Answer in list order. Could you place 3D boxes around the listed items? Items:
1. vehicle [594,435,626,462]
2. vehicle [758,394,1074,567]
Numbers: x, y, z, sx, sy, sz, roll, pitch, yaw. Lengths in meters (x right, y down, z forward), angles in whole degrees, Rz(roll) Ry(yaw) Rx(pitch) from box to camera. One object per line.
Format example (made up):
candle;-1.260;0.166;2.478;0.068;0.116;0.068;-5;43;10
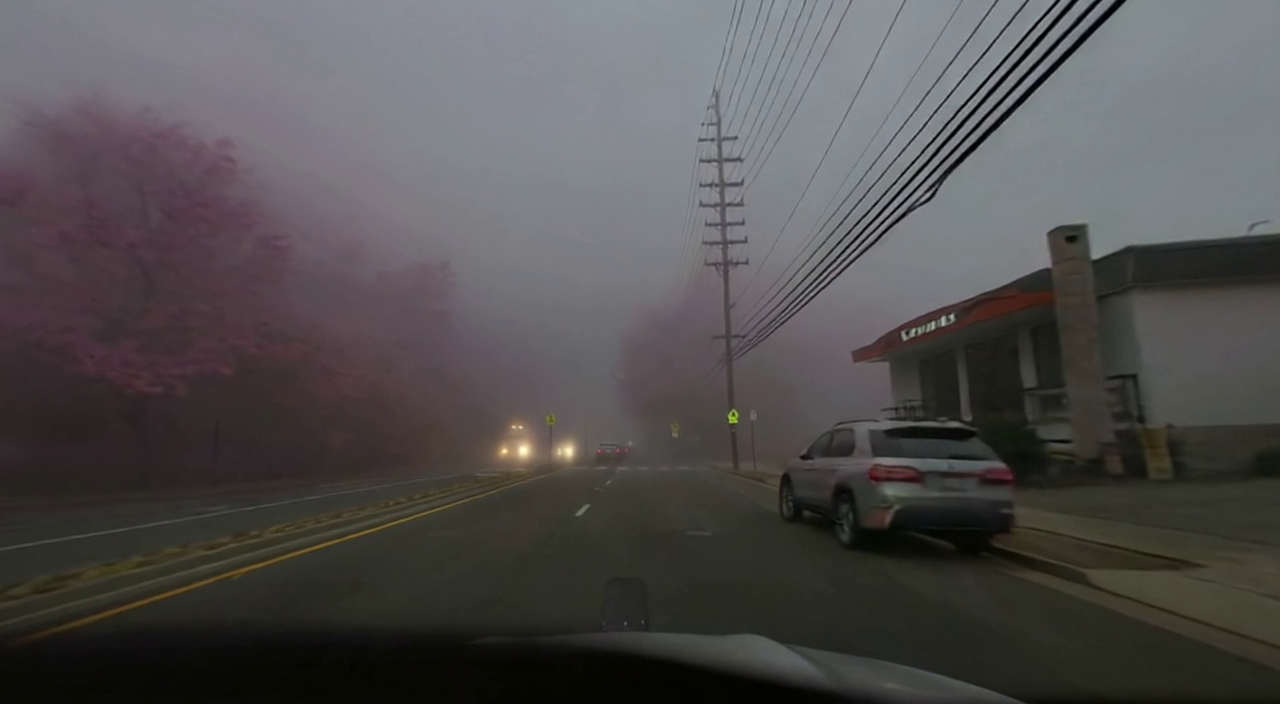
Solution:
vehicle;-2.251;7.397;48.296;2.202;1.961;4.980;0;-8;0
vehicle;3.609;1.850;9.937;2.280;1.904;5.779;0;-8;-1
